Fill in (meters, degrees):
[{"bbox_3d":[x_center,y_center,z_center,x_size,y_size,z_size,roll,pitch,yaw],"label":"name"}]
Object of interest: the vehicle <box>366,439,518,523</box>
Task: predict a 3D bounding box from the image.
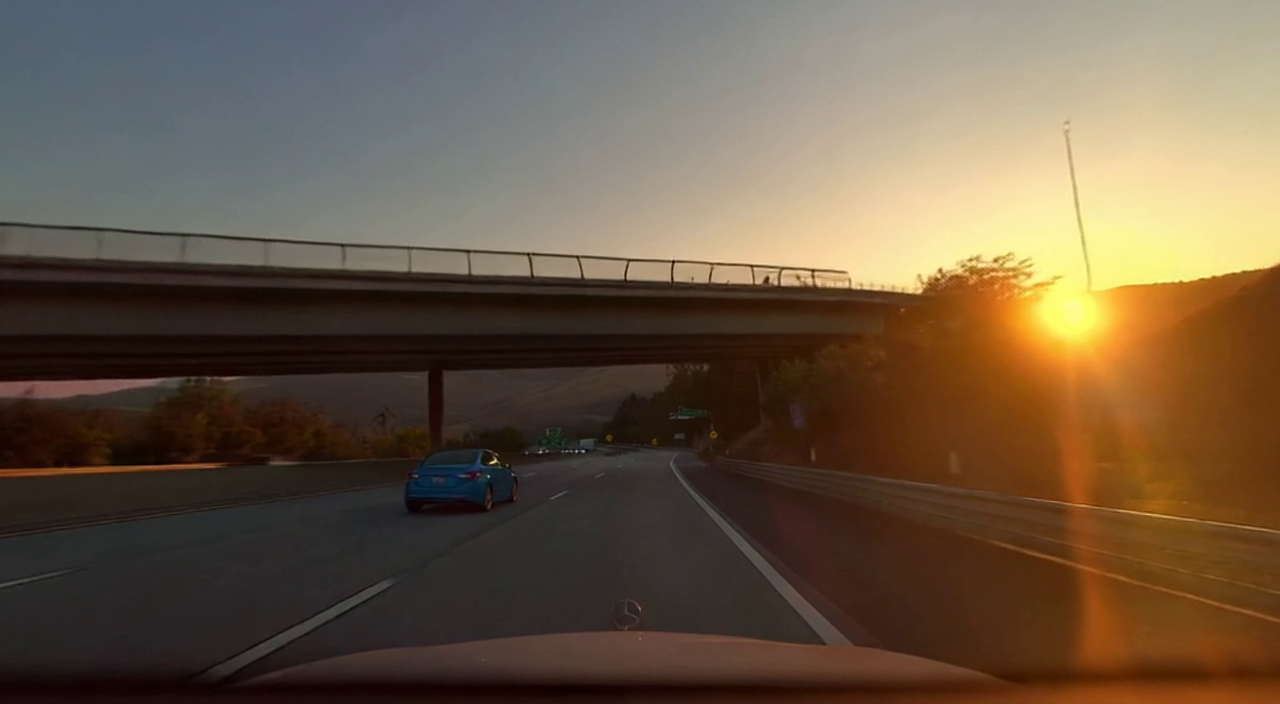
[{"bbox_3d":[-3.967,2.637,13.399,1.928,1.504,3.745,0,-9,1],"label":"vehicle"}]
